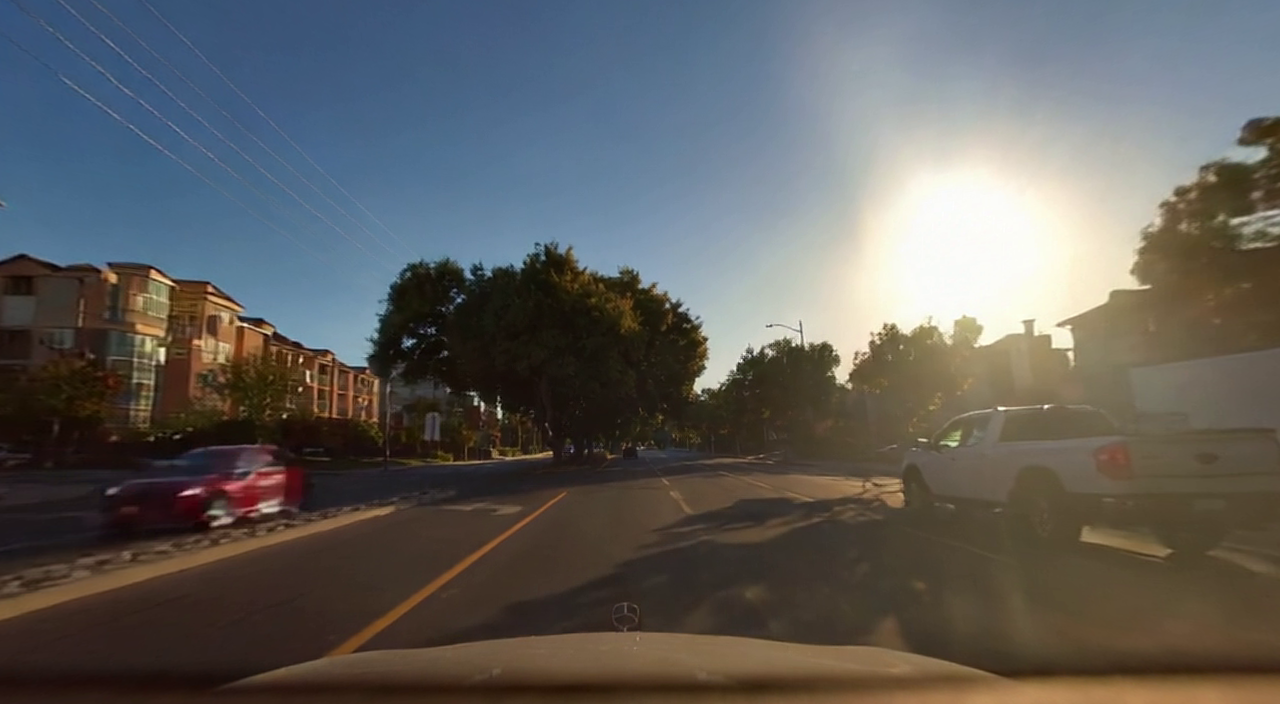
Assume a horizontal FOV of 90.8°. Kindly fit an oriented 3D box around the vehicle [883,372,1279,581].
[{"bbox_3d":[5.998,1.618,9.057,2.493,1.956,6.125,0,-9,-1],"label":"vehicle"}]

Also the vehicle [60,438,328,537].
[{"bbox_3d":[-8.536,2.593,12.772,2.140,1.609,4.460,0,-9,0],"label":"vehicle"}]
